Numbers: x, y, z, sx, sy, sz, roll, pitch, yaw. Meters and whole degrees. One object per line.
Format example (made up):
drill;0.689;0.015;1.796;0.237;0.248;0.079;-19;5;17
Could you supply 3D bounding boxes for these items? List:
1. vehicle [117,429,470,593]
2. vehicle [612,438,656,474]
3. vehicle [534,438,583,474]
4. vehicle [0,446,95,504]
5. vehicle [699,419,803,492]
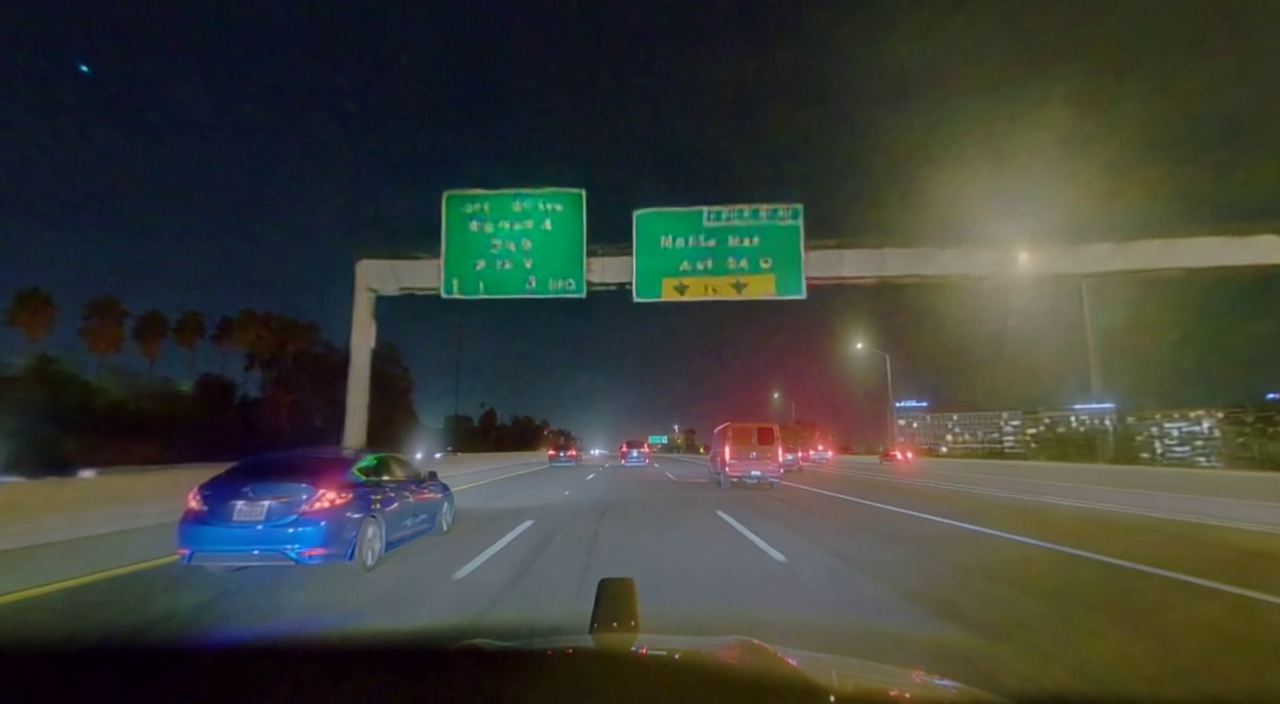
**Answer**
vehicle;-3.729;1.777;7.964;1.991;1.469;4.381;0;-9;0
vehicle;-0.317;5.495;33.610;2.212;1.786;4.198;0;-9;-1
vehicle;-4.418;5.715;34.863;2.109;1.793;4.613;0;-9;0
vehicle;-21.212;4.033;20.950;2.054;1.809;4.665;0;-9;-1
vehicle;3.450;3.409;21.047;2.250;2.074;5.723;0;-9;-2
